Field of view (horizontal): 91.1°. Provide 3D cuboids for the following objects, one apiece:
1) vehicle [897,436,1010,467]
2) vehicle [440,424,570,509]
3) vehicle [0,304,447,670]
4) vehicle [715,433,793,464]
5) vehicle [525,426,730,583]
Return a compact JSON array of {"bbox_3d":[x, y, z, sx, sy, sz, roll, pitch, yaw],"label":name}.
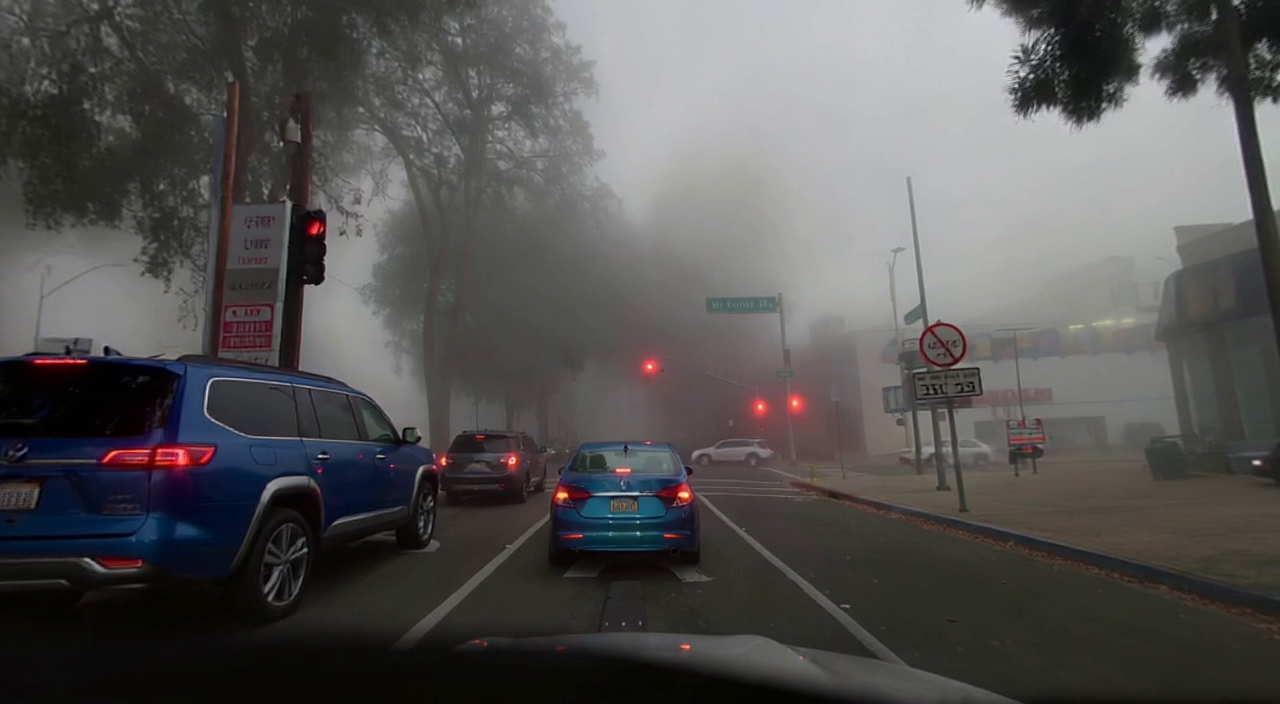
[{"bbox_3d":[16.031,5.123,32.341,4.809,1.476,1.845,-2,-9,10],"label":"vehicle"},{"bbox_3d":[-2.917,2.595,14.599,2.047,1.664,4.148,0,-8,1],"label":"vehicle"},{"bbox_3d":[-3.809,1.129,6.220,2.152,2.118,5.066,0,-8,0],"label":"vehicle"},{"bbox_3d":[6.859,5.807,37.769,4.116,1.719,2.069,-5,-10,28],"label":"vehicle"},{"bbox_3d":[-0.154,1.776,8.171,1.966,1.481,4.146,0,-8,-1],"label":"vehicle"}]
